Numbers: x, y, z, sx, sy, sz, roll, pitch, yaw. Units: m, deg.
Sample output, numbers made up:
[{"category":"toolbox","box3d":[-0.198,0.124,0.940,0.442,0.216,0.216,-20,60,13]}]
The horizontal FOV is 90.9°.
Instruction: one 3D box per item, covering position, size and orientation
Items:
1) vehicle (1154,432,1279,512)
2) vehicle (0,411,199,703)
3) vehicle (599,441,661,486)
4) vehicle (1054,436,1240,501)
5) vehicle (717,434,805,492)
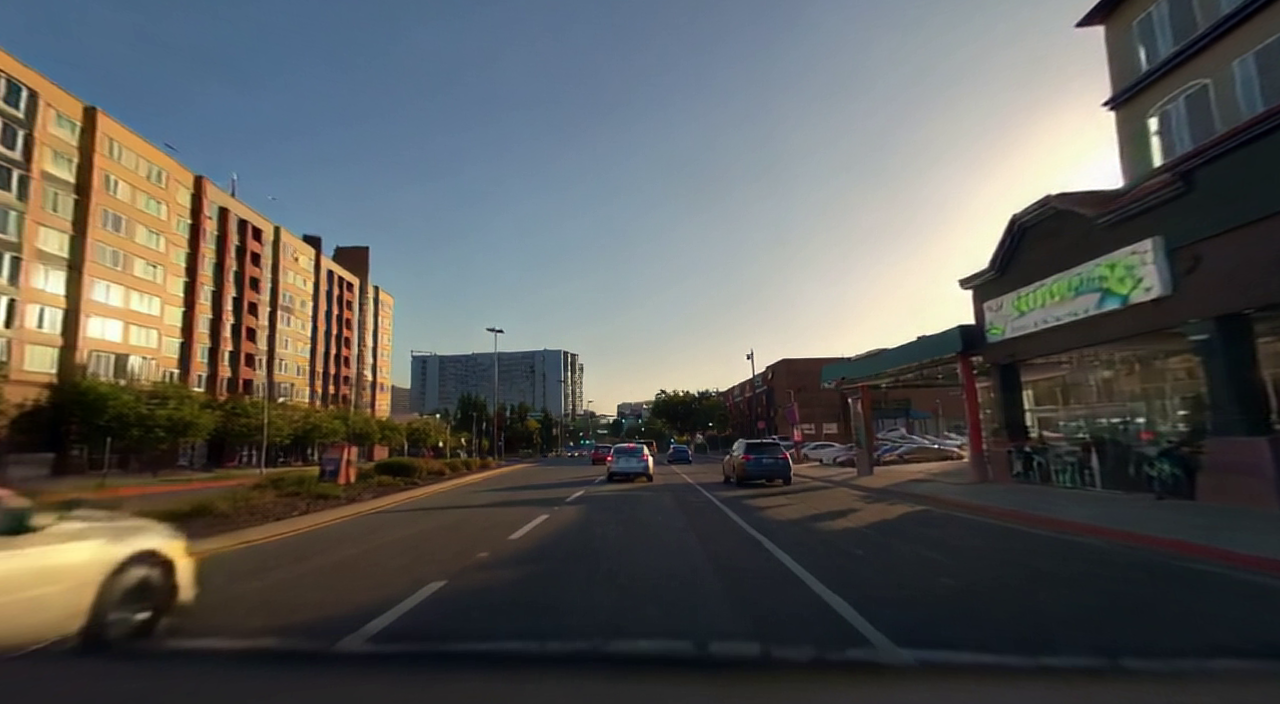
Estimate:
[{"category":"vehicle","box3d":[13.498,2.520,13.637,4.312,1.485,1.995,4,-10,-27]},{"category":"vehicle","box3d":[-3.844,0.851,1.682,2.029,1.482,4.591,0,-8,0]},{"category":"vehicle","box3d":[-0.338,4.012,22.975,2.059,1.477,3.988,0,-8,0]},{"category":"vehicle","box3d":[13.143,2.954,16.384,3.972,1.504,1.976,3,-9,-22]},{"category":"vehicle","box3d":[3.837,3.595,20.769,2.007,1.683,4.171,0,-8,-1]}]
